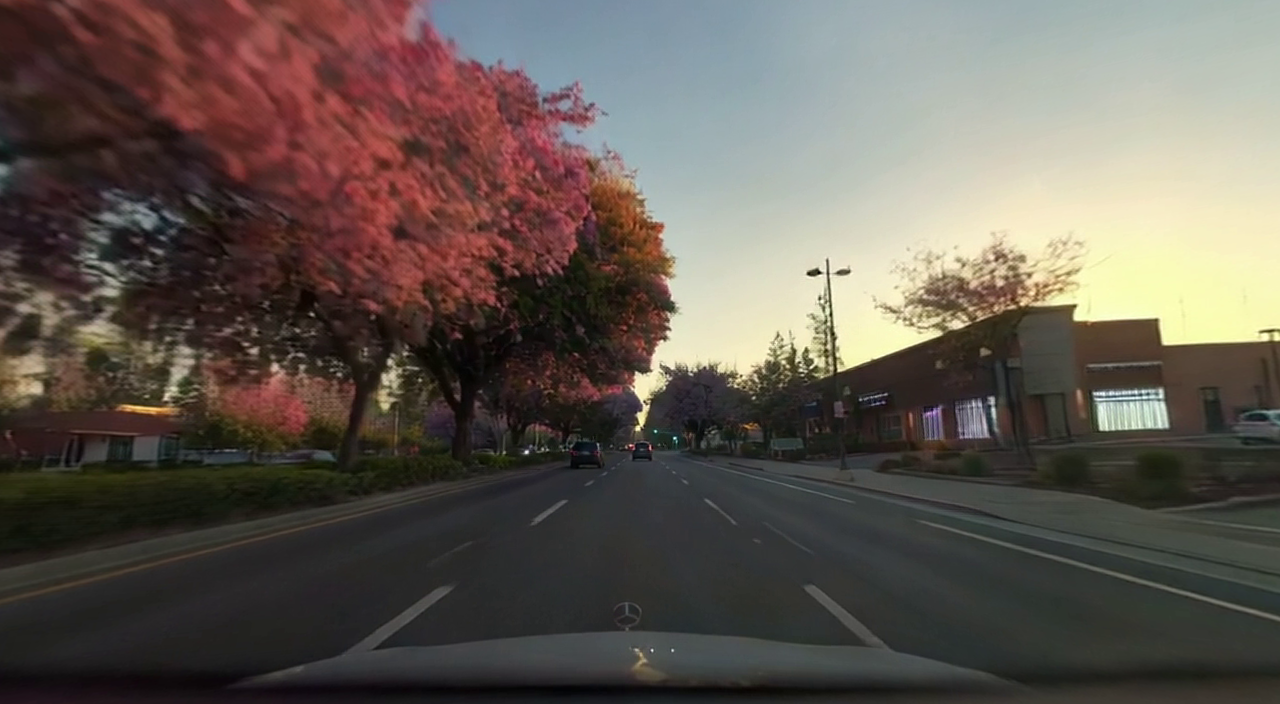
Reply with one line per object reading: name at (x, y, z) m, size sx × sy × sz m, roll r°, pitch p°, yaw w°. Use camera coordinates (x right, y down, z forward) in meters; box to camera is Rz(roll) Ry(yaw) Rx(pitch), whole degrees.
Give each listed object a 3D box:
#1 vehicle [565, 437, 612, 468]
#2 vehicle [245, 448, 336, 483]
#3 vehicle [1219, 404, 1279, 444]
vehicle at (-3.205, 6.370, 39.917) m, size 2.453 × 1.844 × 4.751 m, roll 0°, pitch -8°, yaw 2°
vehicle at (-18.211, 5.900, 32.999) m, size 2.111 × 1.702 × 4.543 m, roll 0°, pitch -8°, yaw 0°
vehicle at (27.385, 3.164, 27.186) m, size 4.677 × 1.583 × 1.955 m, roll 5°, pitch -10°, yaw -30°
